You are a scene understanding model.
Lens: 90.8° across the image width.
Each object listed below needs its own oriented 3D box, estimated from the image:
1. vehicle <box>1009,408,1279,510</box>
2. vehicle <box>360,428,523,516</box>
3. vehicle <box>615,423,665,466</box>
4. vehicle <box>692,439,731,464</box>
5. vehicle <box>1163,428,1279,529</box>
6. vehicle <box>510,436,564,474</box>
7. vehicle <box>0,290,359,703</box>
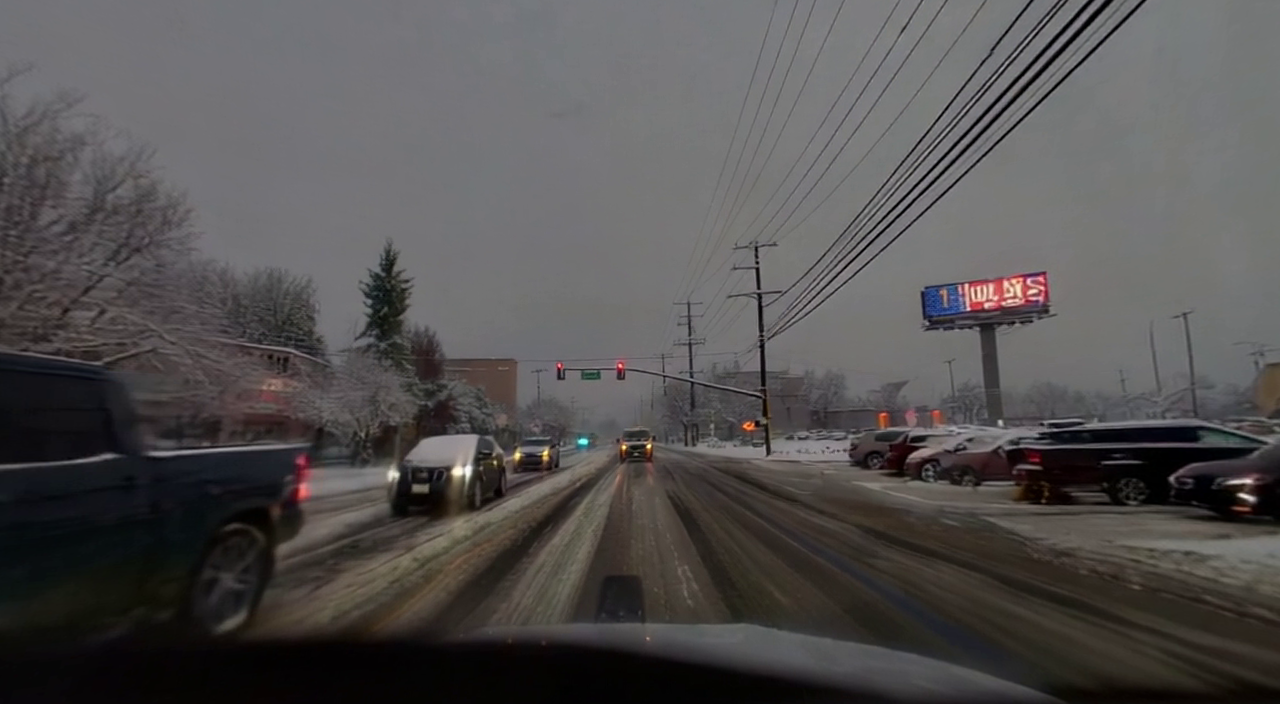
[{"bbox_3d":[10.722,2.145,12.948,4.937,1.827,2.042,-1,-8,0],"label":"vehicle"},{"bbox_3d":[-4.103,2.573,14.070,2.033,1.572,4.939,0,-9,0],"label":"vehicle"},{"bbox_3d":[0.034,5.428,37.046,2.683,2.295,6.404,0,-9,0],"label":"vehicle"},{"bbox_3d":[4.434,6.250,39.710,1.926,1.482,4.442,0,-9,0],"label":"vehicle"},{"bbox_3d":[11.467,1.985,10.221,4.238,1.464,1.862,-1,-9,2],"label":"vehicle"},{"bbox_3d":[-4.656,4.717,29.054,1.875,1.595,3.901,0,-9,-1],"label":"vehicle"},{"bbox_3d":[-3.708,0.798,3.038,2.277,1.904,5.583,0,-9,-2],"label":"vehicle"}]
